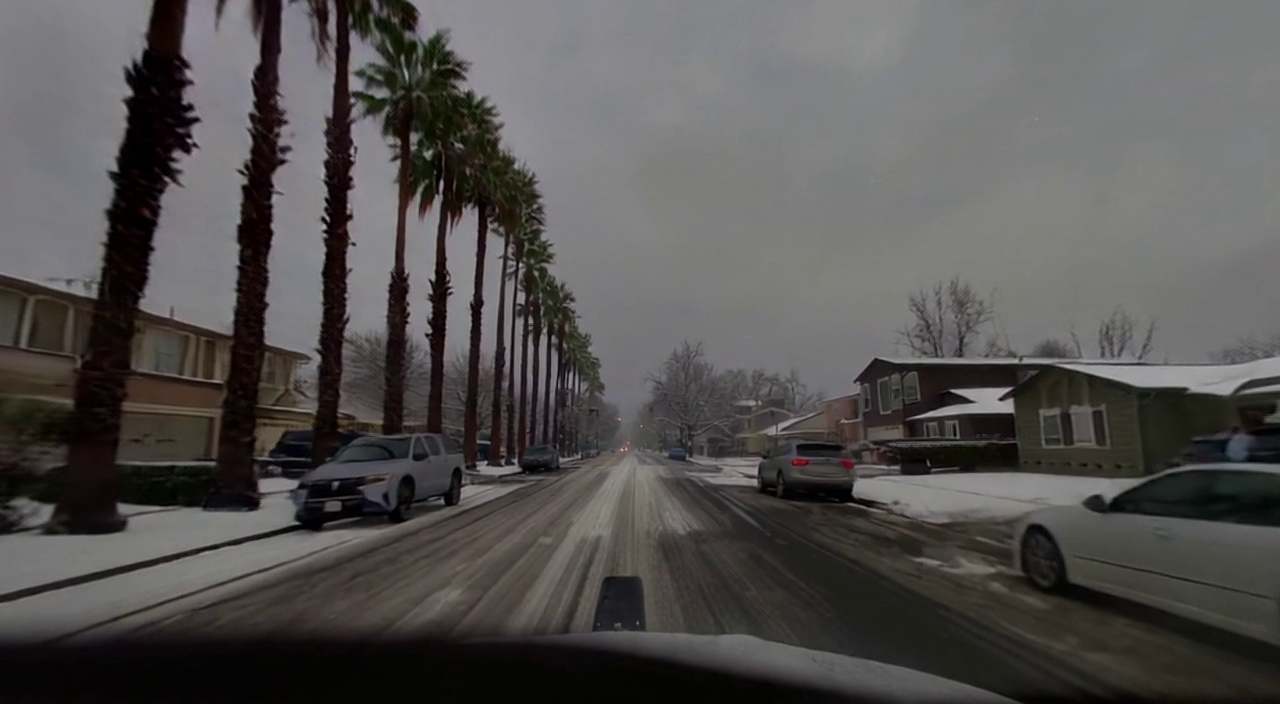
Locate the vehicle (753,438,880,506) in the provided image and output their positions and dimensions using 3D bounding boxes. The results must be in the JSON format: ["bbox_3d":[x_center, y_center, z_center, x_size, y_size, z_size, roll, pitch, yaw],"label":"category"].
[{"bbox_3d":[4.504,3.117,16.939,1.991,1.554,4.501,0,-9,-1],"label":"vehicle"}]

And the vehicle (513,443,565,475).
[{"bbox_3d":[-5.508,5.902,35.080,2.079,1.486,4.877,-3,-8,-1],"label":"vehicle"}]

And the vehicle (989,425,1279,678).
[{"bbox_3d":[4.815,1.389,4.642,2.056,1.464,4.493,5,-9,1],"label":"vehicle"}]

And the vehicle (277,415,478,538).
[{"bbox_3d":[-4.861,2.371,12.737,2.149,1.877,5.082,-1,-9,-4],"label":"vehicle"}]
